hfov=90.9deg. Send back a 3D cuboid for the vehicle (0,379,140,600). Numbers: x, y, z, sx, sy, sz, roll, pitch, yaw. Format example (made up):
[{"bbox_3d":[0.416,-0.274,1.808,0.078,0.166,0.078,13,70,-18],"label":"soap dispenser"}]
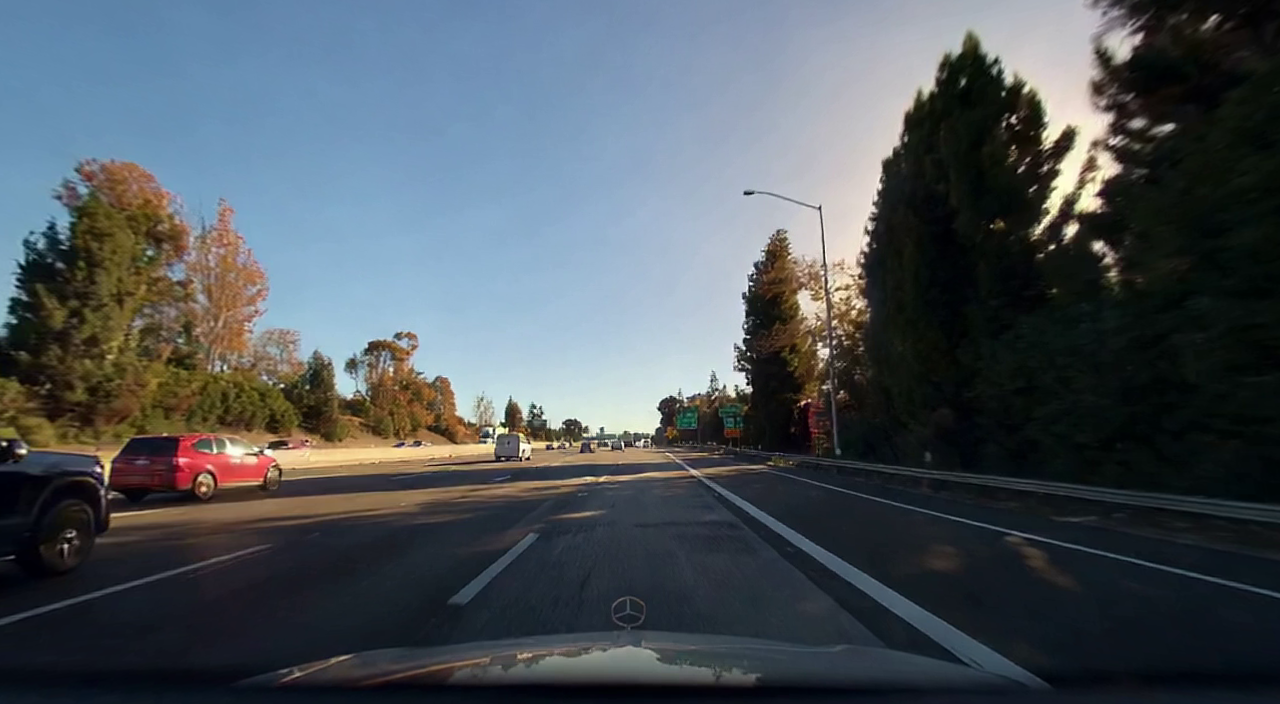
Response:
[{"bbox_3d":[-6.401,0.855,3.307,2.403,1.773,6.276,0,-8,0],"label":"vehicle"}]

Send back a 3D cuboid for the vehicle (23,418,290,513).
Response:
[{"bbox_3d":[-9.824,2.336,13.440,2.060,1.662,4.469,0,-8,1],"label":"vehicle"}]

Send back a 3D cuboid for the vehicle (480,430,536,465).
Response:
[{"bbox_3d":[-6.880,5.029,33.313,2.009,1.735,4.358,0,-8,0],"label":"vehicle"}]
